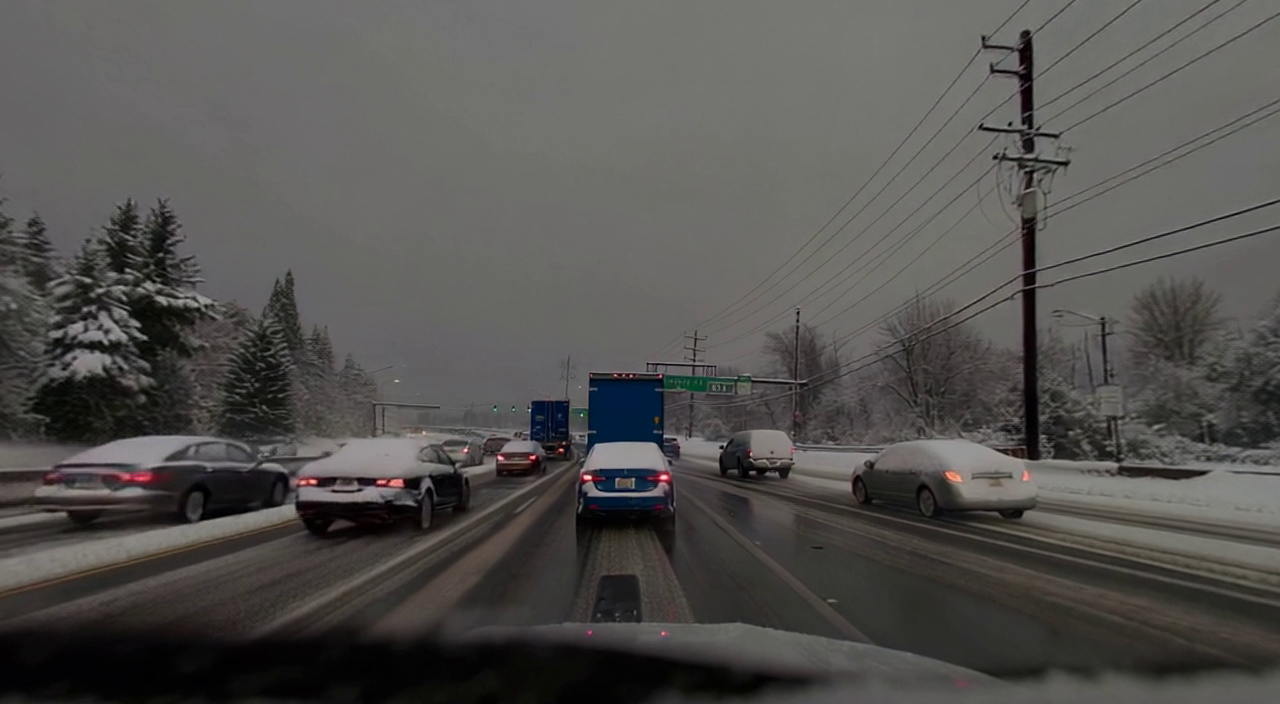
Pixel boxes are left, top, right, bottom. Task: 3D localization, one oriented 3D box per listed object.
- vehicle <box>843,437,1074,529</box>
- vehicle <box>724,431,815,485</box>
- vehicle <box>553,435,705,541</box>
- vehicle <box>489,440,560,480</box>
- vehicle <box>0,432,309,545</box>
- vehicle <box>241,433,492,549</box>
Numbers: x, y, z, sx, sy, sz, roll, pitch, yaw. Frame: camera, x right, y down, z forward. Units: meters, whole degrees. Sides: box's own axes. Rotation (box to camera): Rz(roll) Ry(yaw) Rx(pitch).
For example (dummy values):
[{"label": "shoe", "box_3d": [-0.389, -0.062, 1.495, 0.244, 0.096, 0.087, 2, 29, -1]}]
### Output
[{"label": "vehicle", "box_3d": [5.660, 2.358, 11.967, 1.878, 1.406, 4.164, 1, -9, -6]}, {"label": "vehicle", "box_3d": [4.403, 3.686, 22.175, 2.023, 1.676, 4.002, 1, -9, -6]}, {"label": "vehicle", "box_3d": [-0.270, 2.204, 10.871, 2.112, 1.463, 4.012, 0, -9, -4]}, {"label": "vehicle", "box_3d": [-4.511, 4.313, 25.496, 2.090, 1.463, 4.968, 0, -9, -2]}, {"label": "vehicle", "box_3d": [-7.927, 2.185, 10.867, 1.988, 1.472, 4.852, 0, -9, -2]}, {"label": "vehicle", "box_3d": [-4.066, 2.155, 10.628, 1.960, 1.450, 5.246, 0, -9, -1]}]
